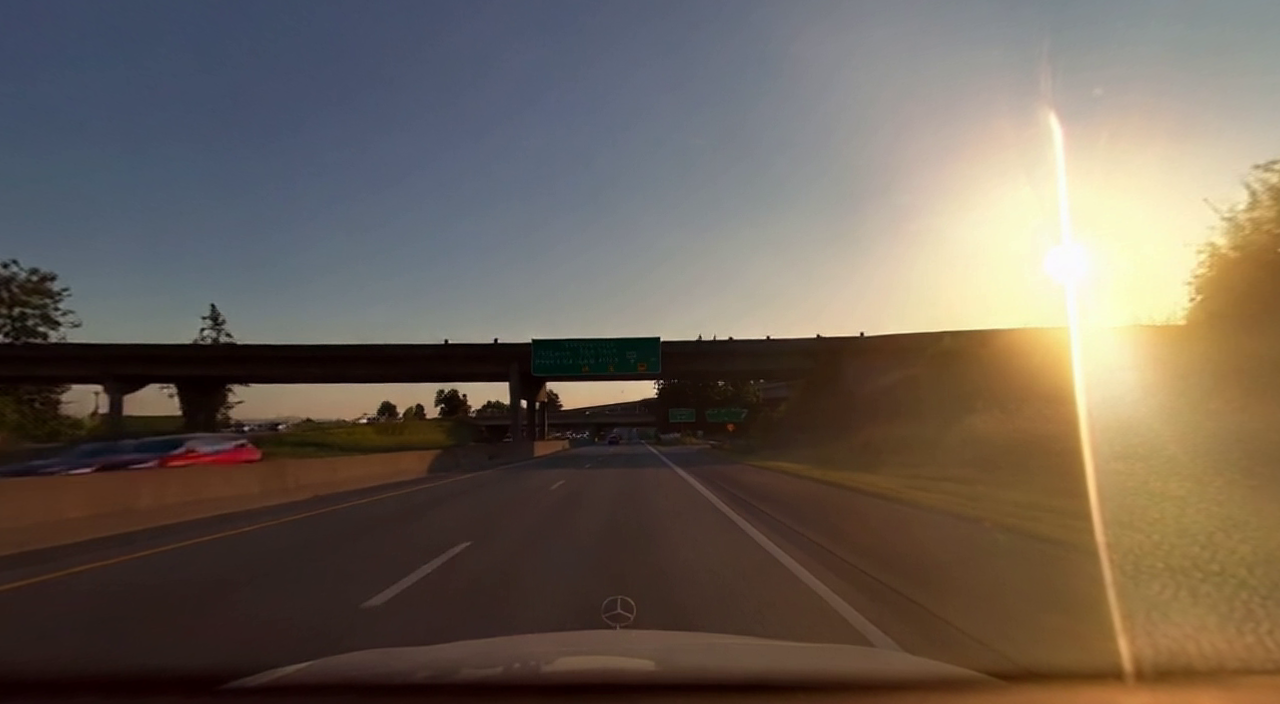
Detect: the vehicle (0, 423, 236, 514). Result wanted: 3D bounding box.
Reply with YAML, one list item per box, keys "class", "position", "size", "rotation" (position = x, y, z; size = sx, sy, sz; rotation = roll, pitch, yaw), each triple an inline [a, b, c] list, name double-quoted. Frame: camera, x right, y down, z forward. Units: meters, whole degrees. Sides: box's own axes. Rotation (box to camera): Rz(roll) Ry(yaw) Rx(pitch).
- class: "vehicle"
  position: [-11.896, 2.576, 14.537]
  size: [2.179, 1.752, 4.402]
  rotation: [0, -8, 0]
